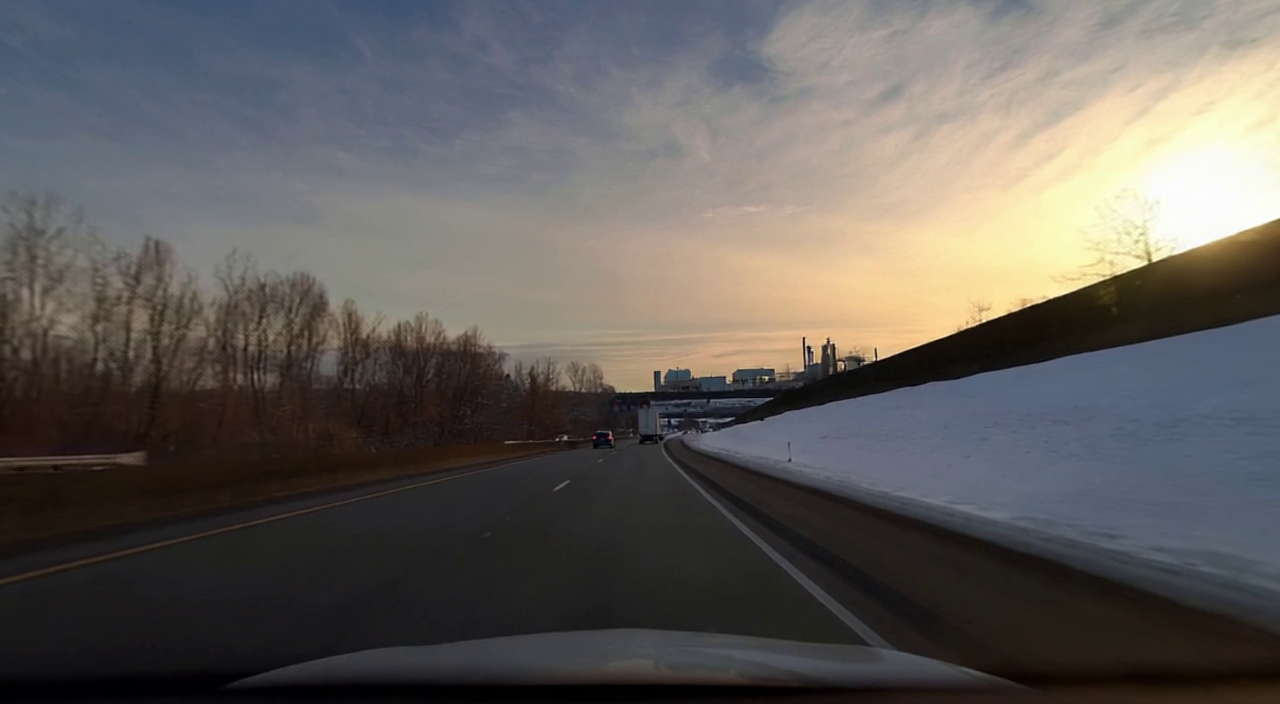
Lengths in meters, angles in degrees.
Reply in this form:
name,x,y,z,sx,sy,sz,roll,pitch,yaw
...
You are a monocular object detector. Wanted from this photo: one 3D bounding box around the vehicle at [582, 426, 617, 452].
name,x,y,z,sx,sy,sz,roll,pitch,yaw
vehicle,-2.749,5.983,43.187,2.018,1.678,4.312,0,-8,1
